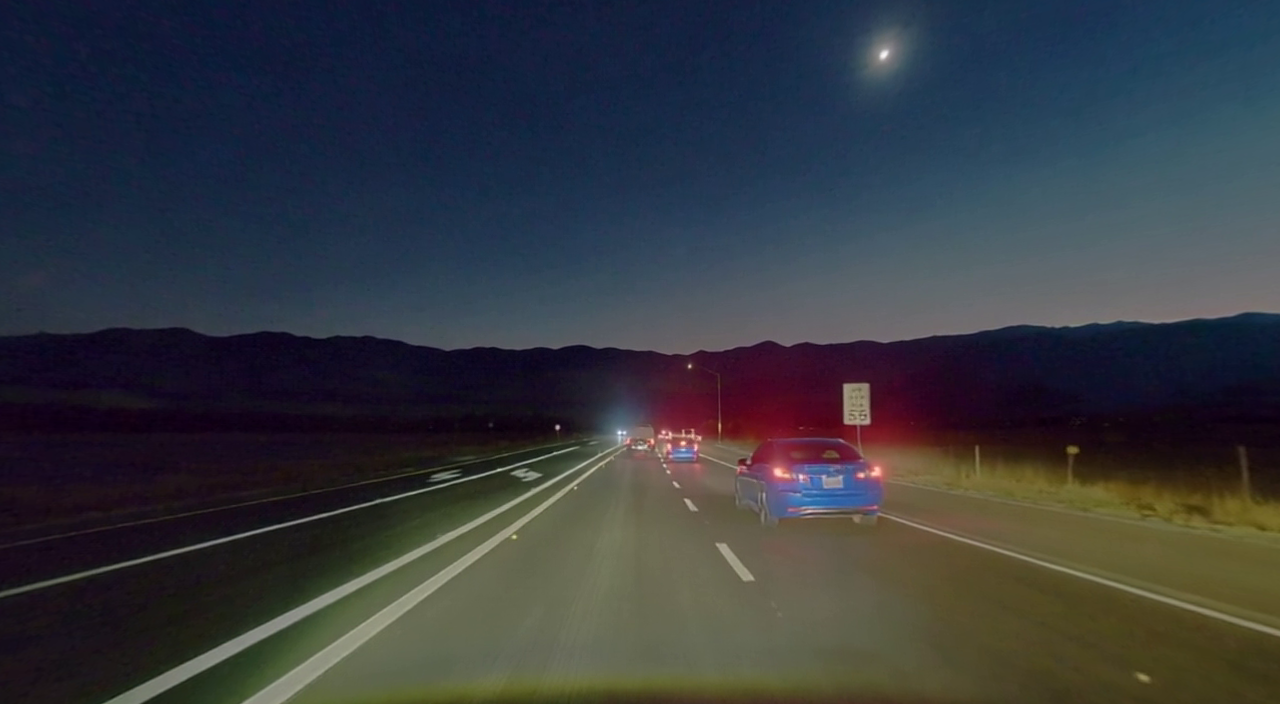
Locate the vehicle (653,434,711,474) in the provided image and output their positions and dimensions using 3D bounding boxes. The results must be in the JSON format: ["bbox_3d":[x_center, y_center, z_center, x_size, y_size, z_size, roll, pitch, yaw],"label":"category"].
[{"bbox_3d":[1.663,4.249,26.503,2.026,1.531,4.273,0,-8,-2],"label":"vehicle"}]

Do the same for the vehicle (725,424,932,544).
[{"bbox_3d":[2.702,1.995,10.179,2.007,1.534,3.976,0,-8,-2],"label":"vehicle"}]
